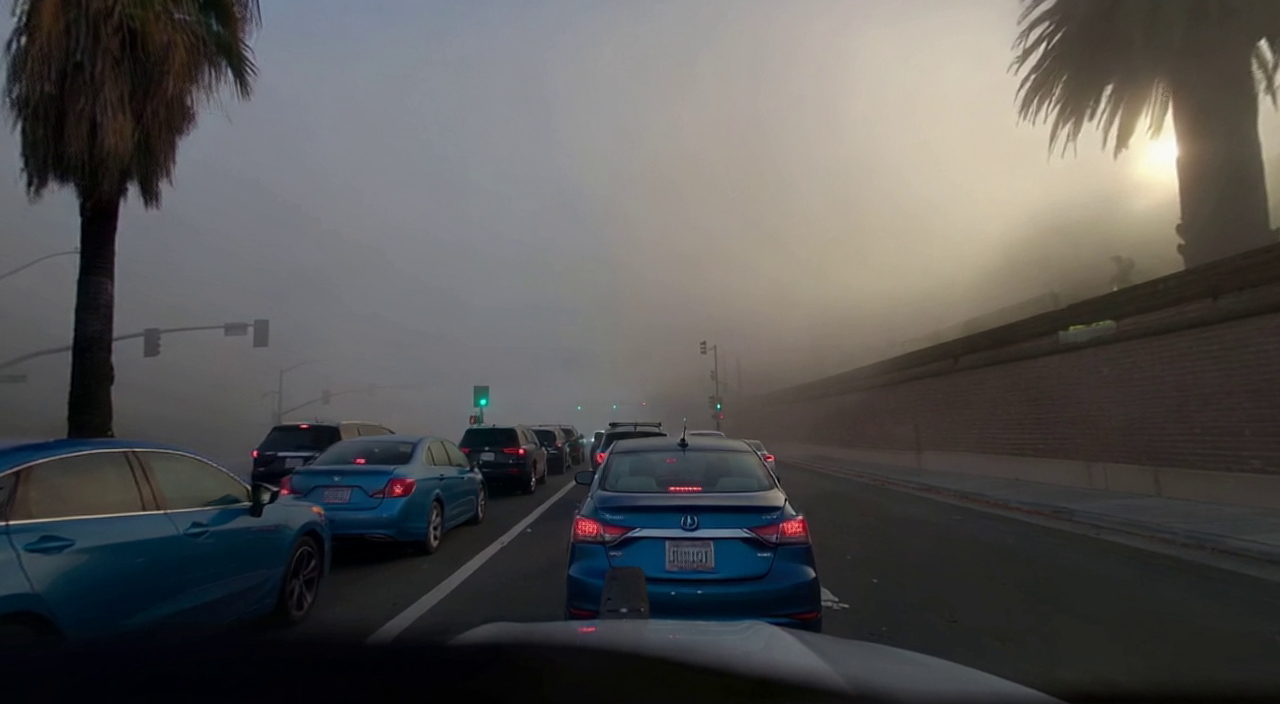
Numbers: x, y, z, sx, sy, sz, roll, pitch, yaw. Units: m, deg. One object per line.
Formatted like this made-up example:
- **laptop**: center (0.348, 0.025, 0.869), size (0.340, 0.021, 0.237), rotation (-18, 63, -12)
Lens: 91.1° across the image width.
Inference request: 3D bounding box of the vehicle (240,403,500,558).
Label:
- **vehicle**: center (-3.538, 1.774, 9.283), size (2.055, 1.746, 4.136), rotation (0, -8, -1)

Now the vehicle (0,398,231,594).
- **vehicle**: center (-6.669, 1.401, 6.393), size (1.963, 1.721, 4.662), rotation (0, -8, -2)

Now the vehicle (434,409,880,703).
- **vehicle**: center (0.039, 1.333, 5.202), size (2.128, 1.473, 4.272), rotation (0, -8, -1)
